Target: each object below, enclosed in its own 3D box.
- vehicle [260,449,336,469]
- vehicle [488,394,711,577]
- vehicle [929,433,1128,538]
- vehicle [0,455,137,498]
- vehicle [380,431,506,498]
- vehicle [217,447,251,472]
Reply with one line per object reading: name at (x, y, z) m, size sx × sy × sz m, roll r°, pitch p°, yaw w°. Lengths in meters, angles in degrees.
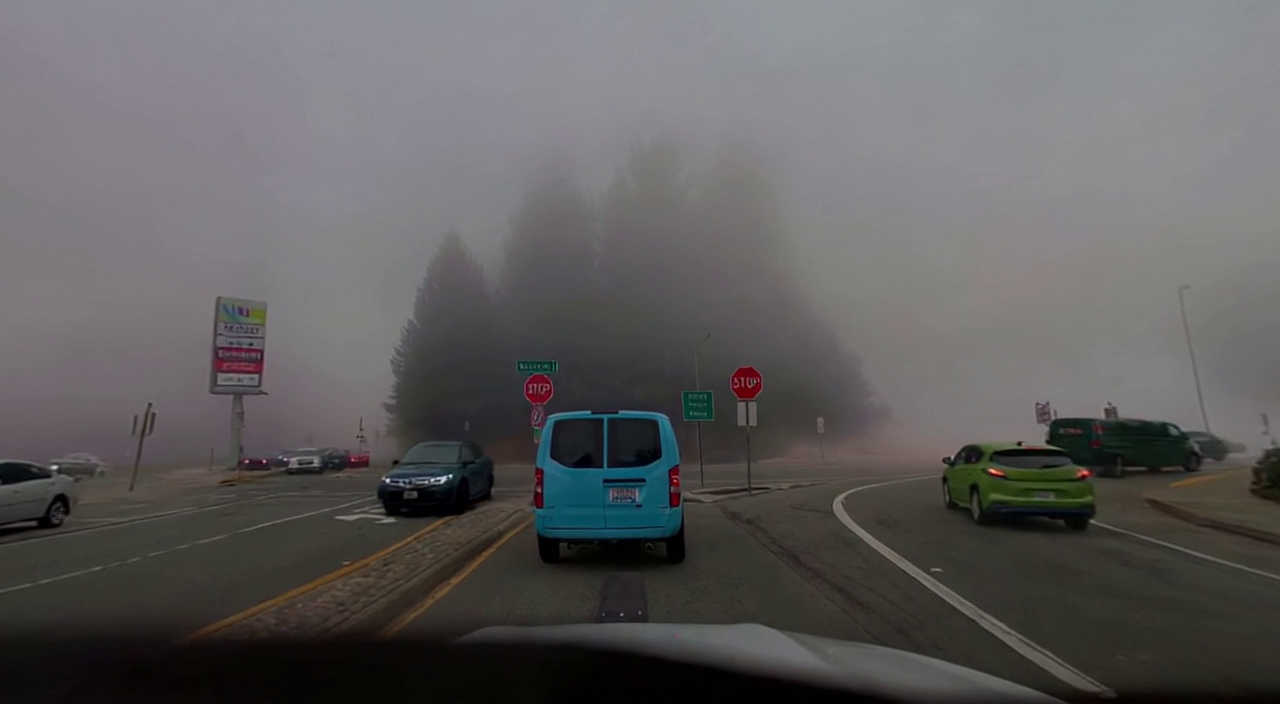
vehicle at (-26.185, 8.195, 48.523) m, size 4.670 × 1.472 × 1.851 m, roll 1°, pitch -9°, yaw -8°
vehicle at (-0.338, 1.689, 8.707) m, size 2.237 × 1.828 × 4.546 m, roll 0°, pitch -9°, yaw 2°
vehicle at (6.869, 2.342, 11.851) m, size 2.079 × 1.504 × 4.828 m, roll -3°, pitch -9°, yaw 19°
vehicle at (-21.445, 4.536, 23.383) m, size 2.038 × 1.392 × 4.362 m, roll 0°, pitch -9°, yaw 0°
vehicle at (-5.658, 3.302, 18.878) m, size 1.985 × 1.710 × 4.651 m, roll -1°, pitch -9°, yaw 4°
vehicle at (-29.941, 7.889, 46.631) m, size 1.913 × 1.682 × 4.120 m, roll 5°, pitch -10°, yaw -31°
